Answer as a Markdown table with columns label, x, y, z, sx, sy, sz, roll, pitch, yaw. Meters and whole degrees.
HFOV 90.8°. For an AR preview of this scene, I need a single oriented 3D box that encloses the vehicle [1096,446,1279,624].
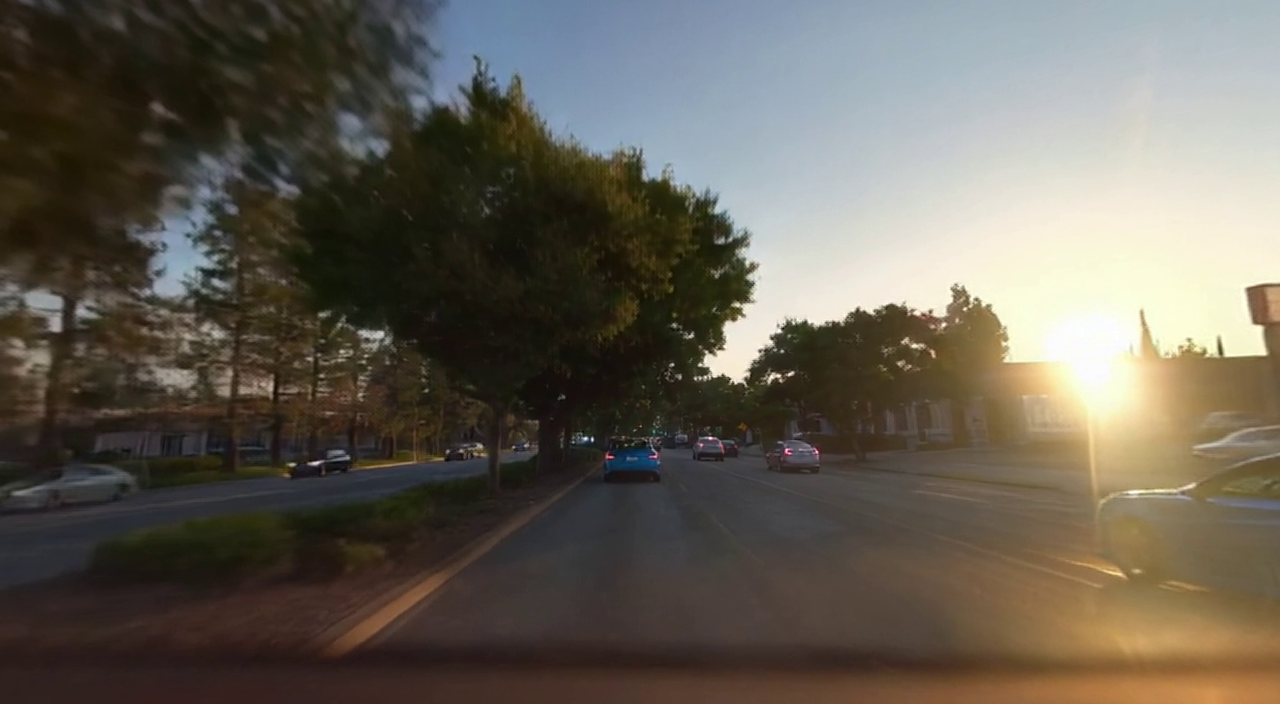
| label | x | y | z | sx | sy | sz | roll | pitch | yaw |
| --- | --- | --- | --- | --- | --- | --- | --- | --- | --- |
| vehicle | 5.865 | 1.299 | 4.300 | 2.258 | 1.294 | 4.312 | 0 | -9 | -1 |

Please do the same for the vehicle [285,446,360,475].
| label | x | y | z | sx | sy | sz | roll | pitch | yaw |
| --- | --- | --- | --- | --- | --- | --- | --- | --- | --- |
| vehicle | -19.245 | 6.592 | 38.574 | 1.982 | 1.633 | 4.620 | -1 | -9 | 3 |

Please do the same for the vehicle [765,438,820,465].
| label | x | y | z | sx | sy | sz | roll | pitch | yaw |
| --- | --- | --- | --- | --- | --- | --- | --- | --- | --- |
| vehicle | 9.023 | 5.940 | 37.724 | 2.045 | 1.484 | 4.342 | 0 | -9 | -2 |

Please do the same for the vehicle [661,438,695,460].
| label | x | y | z | sx | sy | sz | roll | pitch | yaw |
| --- | --- | --- | --- | --- | --- | --- | --- | --- | --- |
| vehicle | 2.696 | 6.932 | 45.322 | 2.078 | 1.471 | 4.142 | 0 | -9 | -2 |

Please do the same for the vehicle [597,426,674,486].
| label | x | y | z | sx | sy | sz | roll | pitch | yaw |
| --- | --- | --- | --- | --- | --- | --- | --- | --- | --- |
| vehicle | -0.158 | 3.390 | 20.820 | 2.266 | 1.762 | 4.131 | 0 | -8 | -1 |

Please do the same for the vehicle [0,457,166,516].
| label | x | y | z | sx | sy | sz | roll | pitch | yaw |
| --- | --- | --- | --- | --- | --- | --- | --- | --- | --- |
| vehicle | -17.000 | 3.925 | 18.950 | 1.929 | 1.460 | 4.668 | 0 | -9 | 0 |
